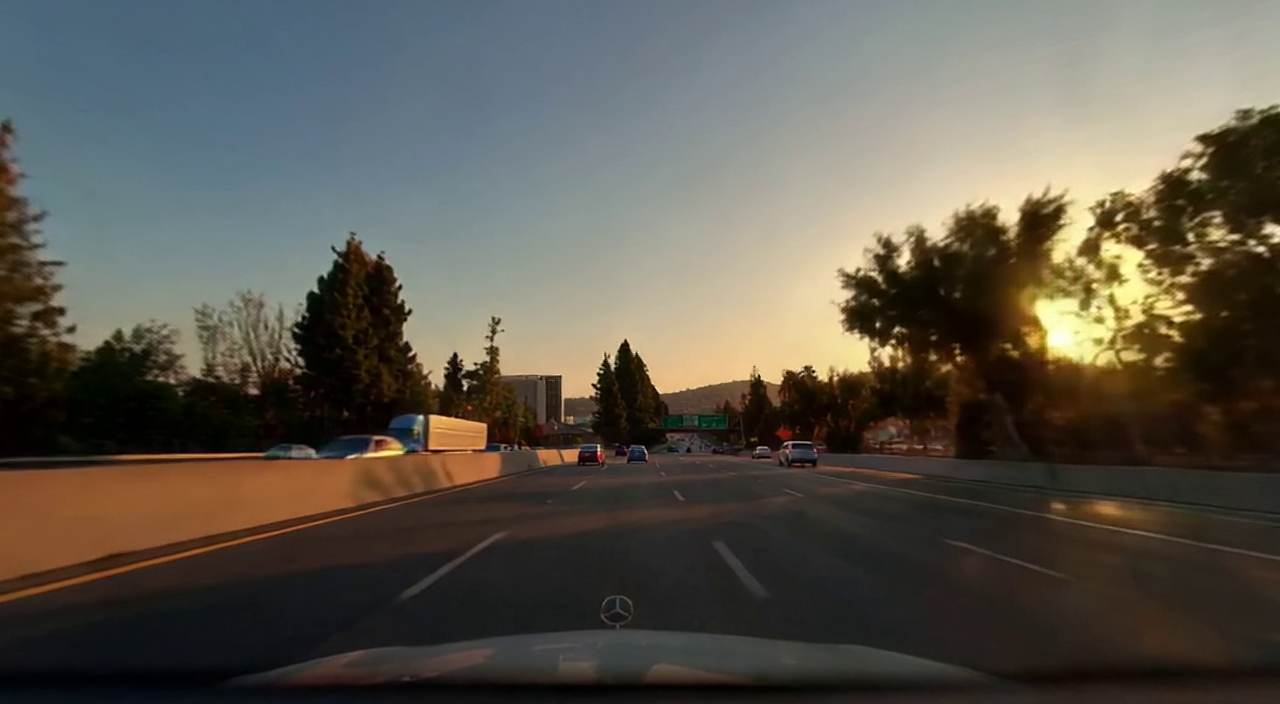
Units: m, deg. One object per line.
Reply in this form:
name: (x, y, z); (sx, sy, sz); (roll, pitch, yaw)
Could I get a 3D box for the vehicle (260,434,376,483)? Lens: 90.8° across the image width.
vehicle: (-12.723, 4.230, 25.378); (2.105, 1.754, 4.678); (0, -9, 1)

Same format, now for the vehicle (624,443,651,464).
vehicle: (-0.164, 7.550, 47.137); (1.977, 1.513, 3.546); (0, -8, 1)

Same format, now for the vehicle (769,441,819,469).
vehicle: (10.008, 6.715, 41.434); (2.130, 1.703, 4.572); (0, -9, 0)

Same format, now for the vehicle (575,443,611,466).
vehicle: (-3.307, 7.305, 45.338); (2.154, 1.530, 4.519); (0, -8, 1)
